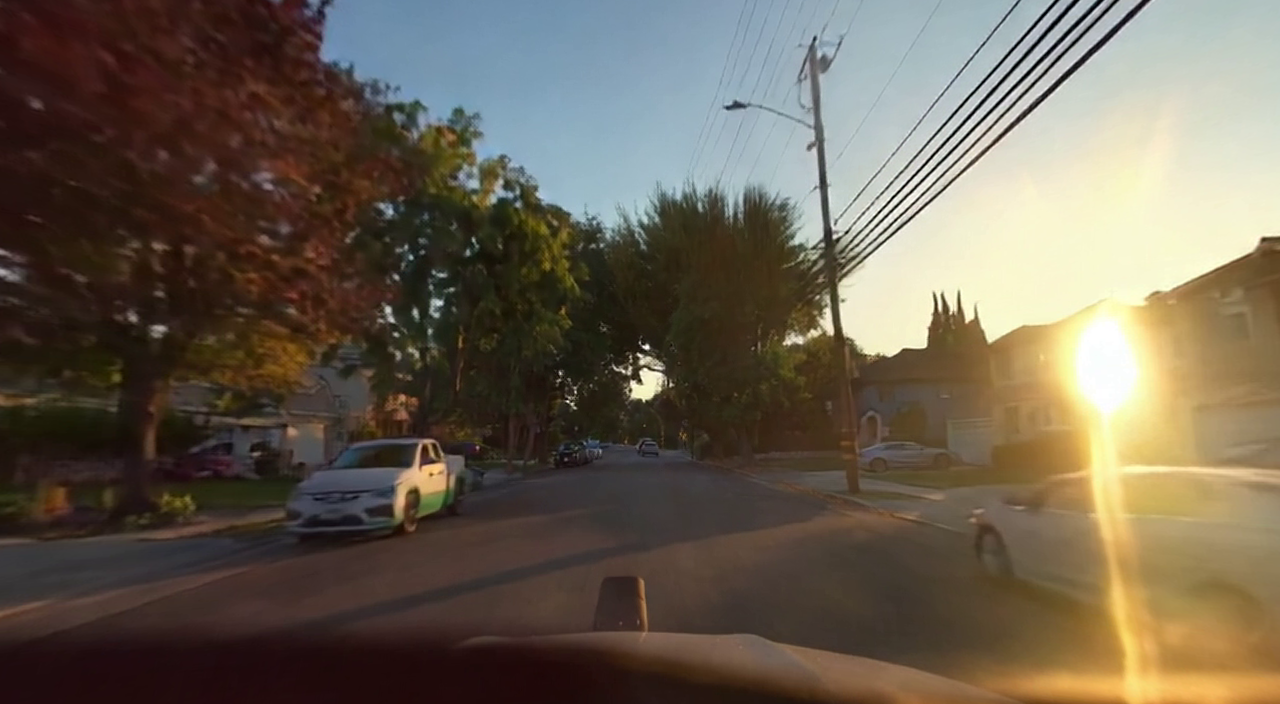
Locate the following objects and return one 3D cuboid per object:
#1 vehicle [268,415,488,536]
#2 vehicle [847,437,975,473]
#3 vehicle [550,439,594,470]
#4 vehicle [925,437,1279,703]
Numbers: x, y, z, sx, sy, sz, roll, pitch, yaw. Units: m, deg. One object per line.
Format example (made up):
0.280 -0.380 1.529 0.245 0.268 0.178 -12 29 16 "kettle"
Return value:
-4.643 2.232 12.300 2.164 1.810 5.044 1 -7 -1 "vehicle"
11.990 4.579 28.217 4.700 1.441 2.167 -1 -8 -1 "vehicle"
-4.253 6.430 40.013 2.207 1.669 4.363 -3 -7 1 "vehicle"
4.452 1.458 5.093 2.094 1.490 4.739 0 -8 0 "vehicle"
